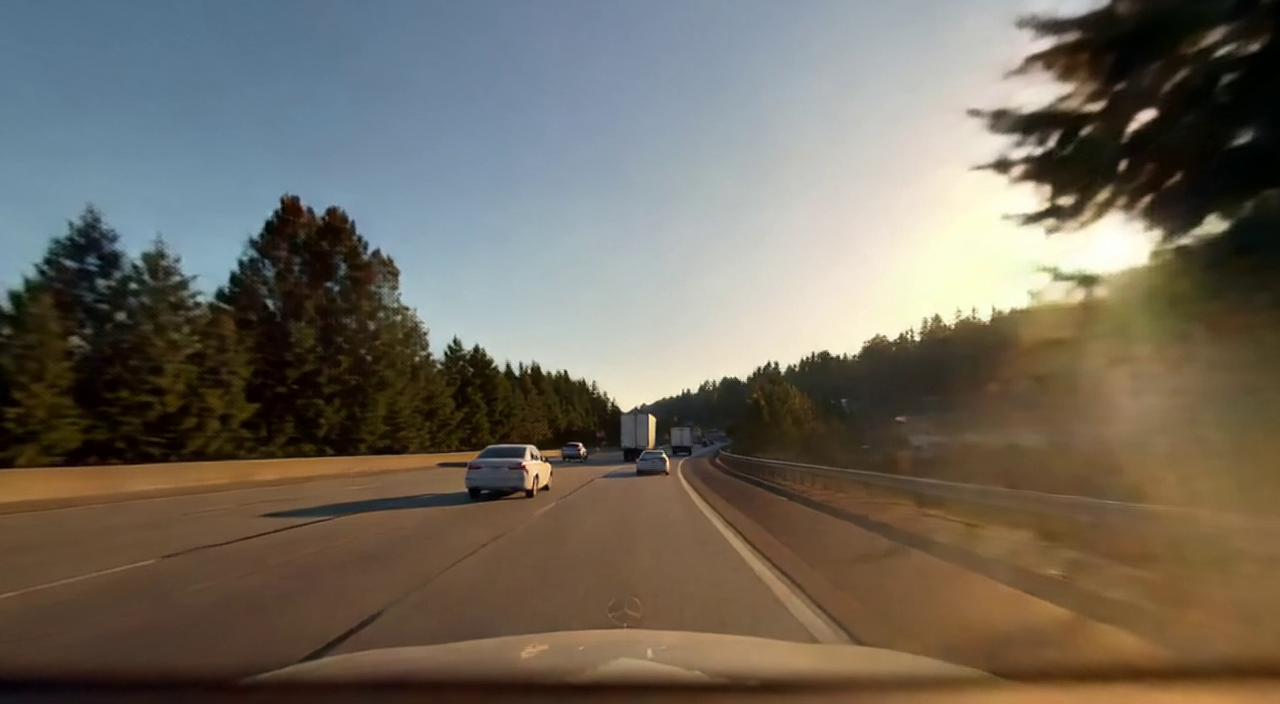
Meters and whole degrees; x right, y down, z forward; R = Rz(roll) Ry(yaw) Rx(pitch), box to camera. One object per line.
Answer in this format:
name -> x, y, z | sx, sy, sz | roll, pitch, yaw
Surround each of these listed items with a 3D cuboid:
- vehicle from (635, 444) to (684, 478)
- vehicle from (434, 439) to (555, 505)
vehicle -> 0.852, 4.742, 27.599 | 1.984, 1.365, 3.767 | 0, -9, 2
vehicle -> -3.612, 3.065, 16.631 | 1.916, 1.486, 4.631 | 0, -9, 2
